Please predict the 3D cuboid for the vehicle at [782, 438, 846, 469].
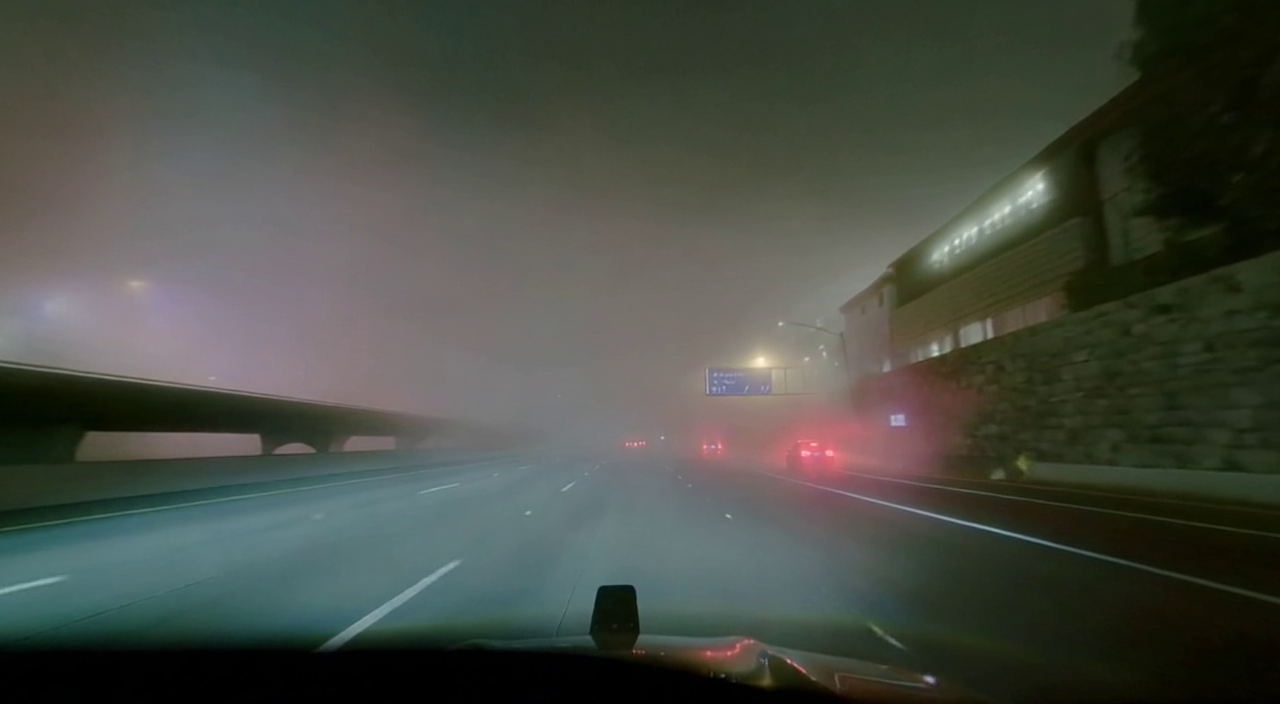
[{"bbox_3d":[10.162,5.968,37.389,2.165,1.636,5.175,1,-8,-2],"label":"vehicle"}]
